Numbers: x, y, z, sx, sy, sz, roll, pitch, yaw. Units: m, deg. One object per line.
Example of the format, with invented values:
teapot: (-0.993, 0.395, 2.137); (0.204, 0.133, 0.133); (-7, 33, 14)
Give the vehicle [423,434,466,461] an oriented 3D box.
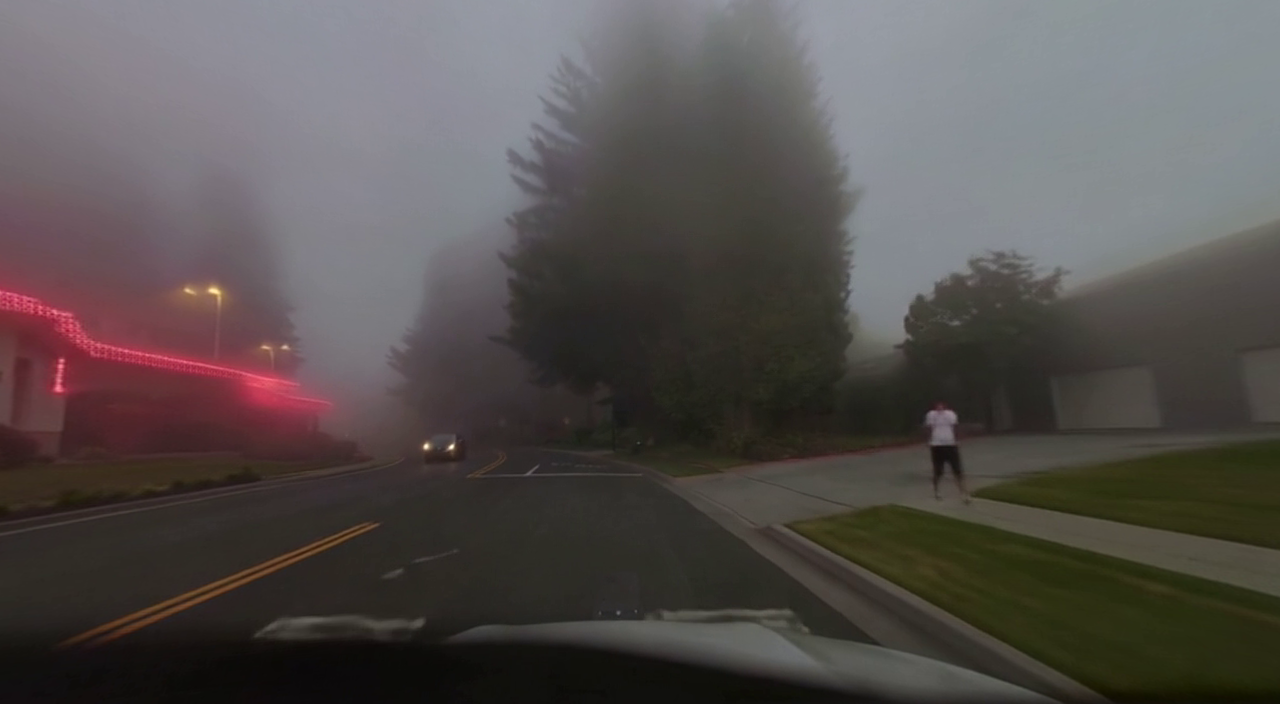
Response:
vehicle: (-11.392, 5.550, 36.899); (1.912, 1.500, 3.772); (1, -8, -10)
